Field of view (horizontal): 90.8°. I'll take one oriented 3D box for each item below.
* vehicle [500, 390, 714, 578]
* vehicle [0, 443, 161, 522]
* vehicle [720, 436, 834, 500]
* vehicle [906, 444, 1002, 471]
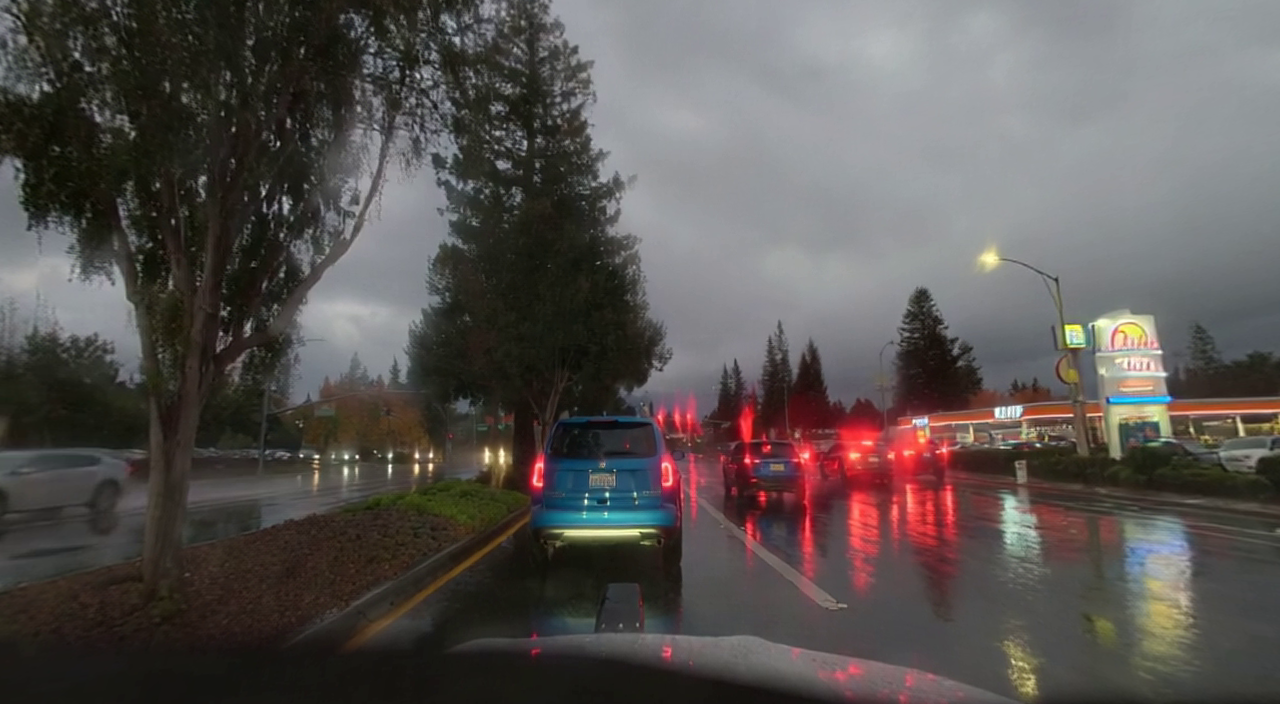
[{"bbox_3d":[-0.300,1.647,8.624,2.096,1.837,4.687,0,-9,1],"label":"vehicle"},{"bbox_3d":[-12.932,2.688,13.451,1.983,1.460,4.456,0,-9,0],"label":"vehicle"},{"bbox_3d":[3.660,3.205,17.947,2.098,1.555,4.778,0,-9,-1],"label":"vehicle"},{"bbox_3d":[17.204,5.781,34.766,4.290,1.427,1.751,0,-9,2],"label":"vehicle"}]
